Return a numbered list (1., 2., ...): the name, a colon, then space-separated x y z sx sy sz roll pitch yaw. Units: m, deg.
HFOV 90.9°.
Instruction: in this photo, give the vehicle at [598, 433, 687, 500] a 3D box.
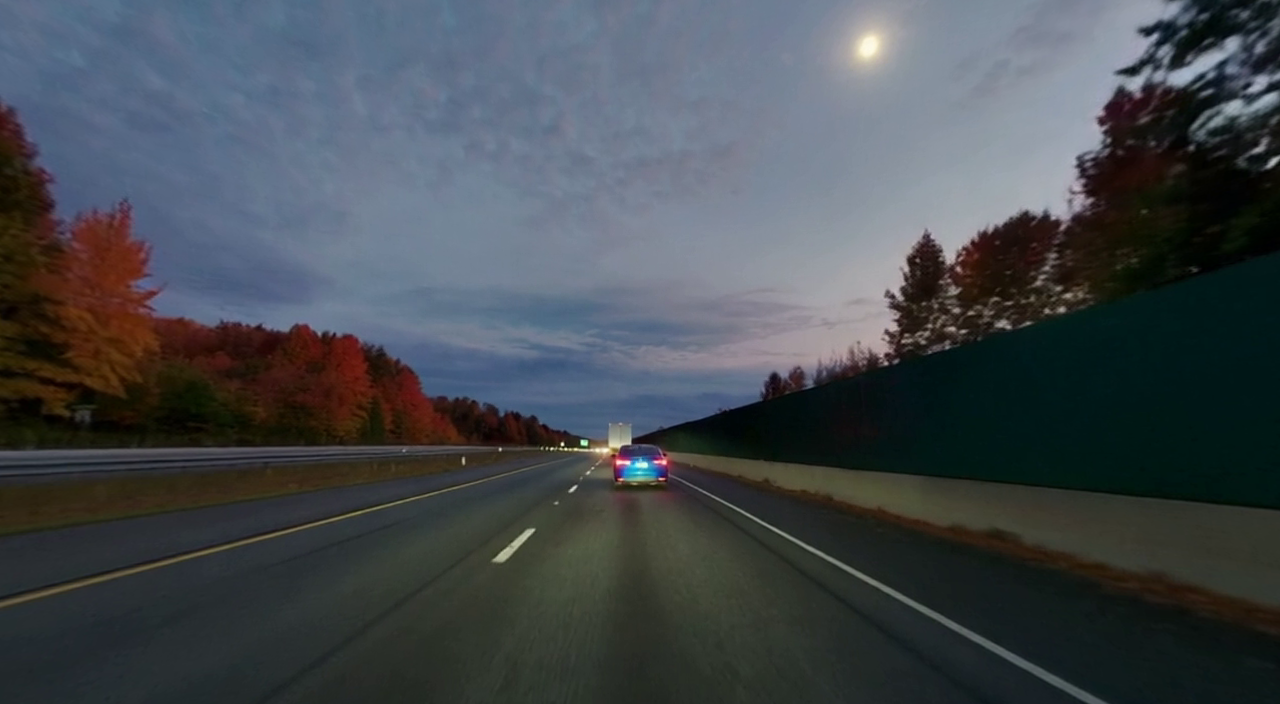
1. vehicle: -0.040 2.941 16.597 2.057 1.516 4.065 1 -8 -3
